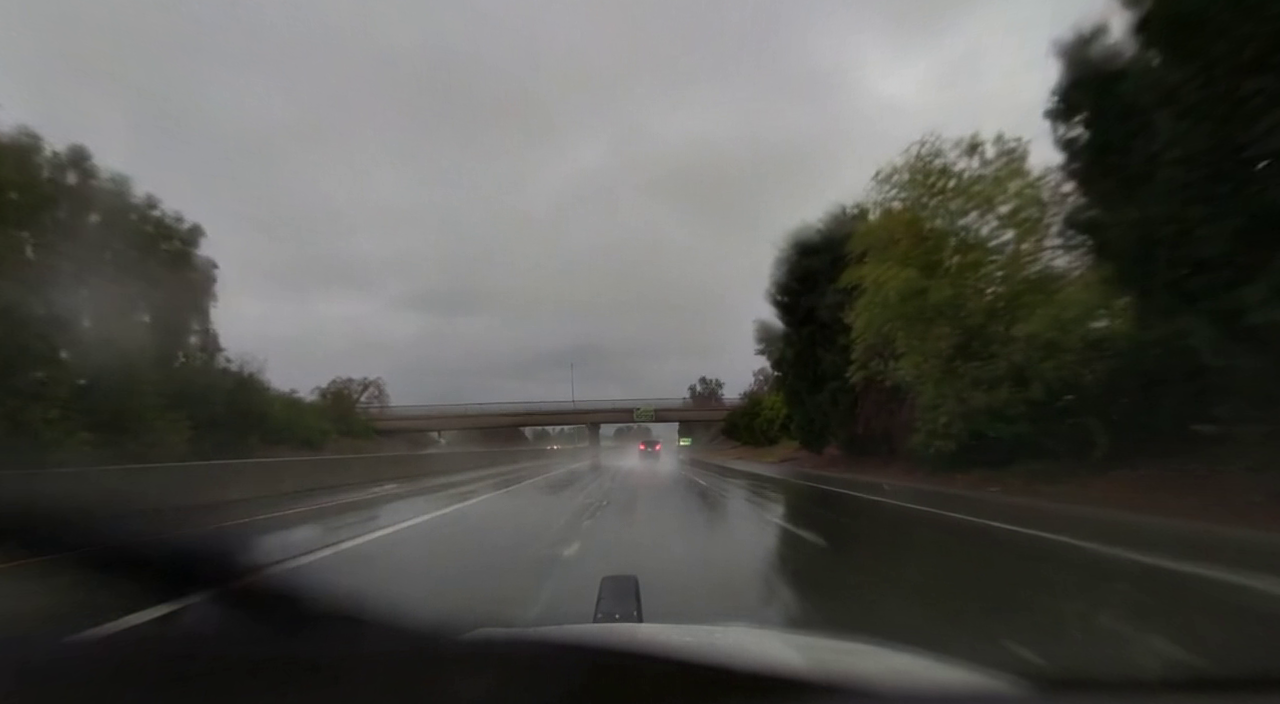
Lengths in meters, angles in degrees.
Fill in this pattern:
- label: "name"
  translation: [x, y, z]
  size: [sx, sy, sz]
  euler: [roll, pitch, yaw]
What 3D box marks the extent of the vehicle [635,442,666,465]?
- label: "vehicle"
  translation: [0.634, 6.806, 42.433]
  size: [1.970, 1.477, 4.158]
  euler: [0, -9, -1]
